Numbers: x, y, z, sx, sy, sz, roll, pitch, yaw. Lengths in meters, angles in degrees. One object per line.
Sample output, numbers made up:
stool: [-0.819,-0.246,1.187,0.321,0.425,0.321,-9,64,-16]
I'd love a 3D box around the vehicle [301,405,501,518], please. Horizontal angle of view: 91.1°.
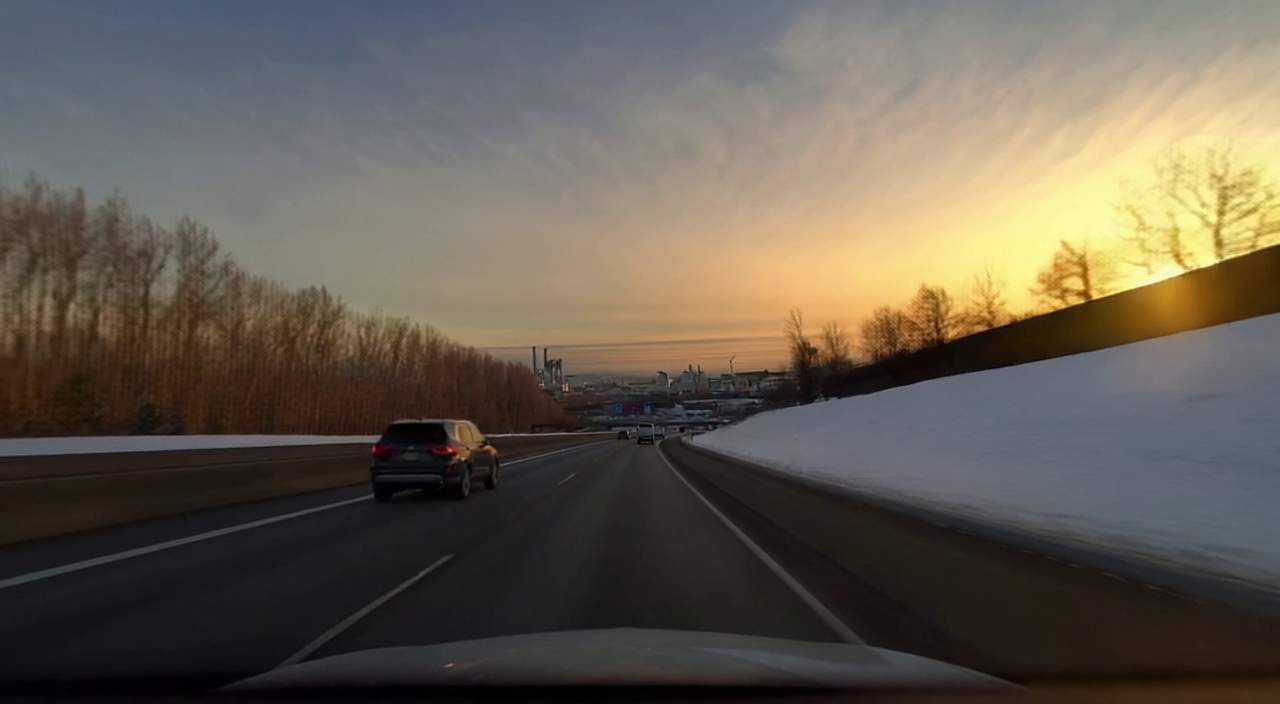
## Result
vehicle: [-4.057,1.930,11.607,2.018,1.678,4.312,0,-8,0]
